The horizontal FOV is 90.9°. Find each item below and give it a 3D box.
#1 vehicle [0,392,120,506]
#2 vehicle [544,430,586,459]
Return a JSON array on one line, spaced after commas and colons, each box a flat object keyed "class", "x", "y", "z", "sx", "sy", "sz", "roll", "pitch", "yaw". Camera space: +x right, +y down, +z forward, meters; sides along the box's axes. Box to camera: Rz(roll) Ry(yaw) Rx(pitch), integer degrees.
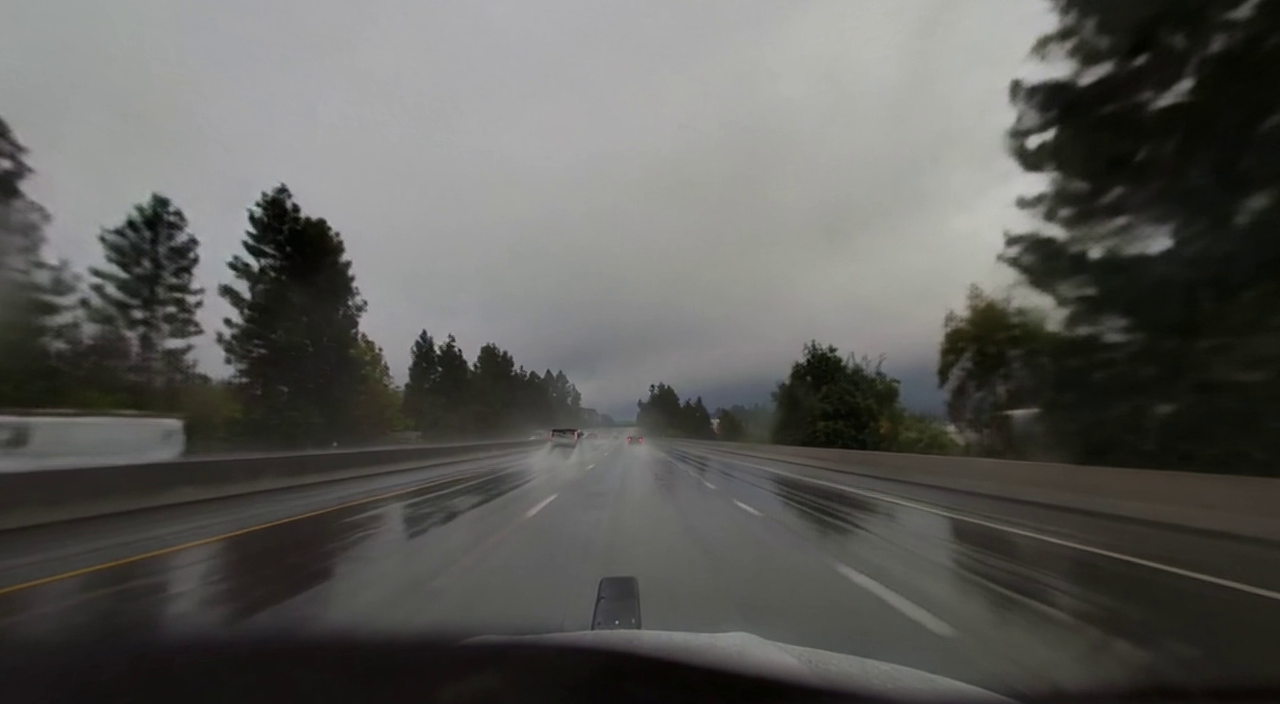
[{"class": "vehicle", "x": -16.362, "y": 2.319, "z": 15.004, "sx": 2.510, "sy": 2.668, "sz": 6.372, "roll": 0, "pitch": -8, "yaw": -1}, {"class": "vehicle", "x": -4.441, "y": 5.526, "z": 37.838, "sx": 2.003, "sy": 1.626, "sz": 4.256, "roll": 0, "pitch": -8, "yaw": 0}]
